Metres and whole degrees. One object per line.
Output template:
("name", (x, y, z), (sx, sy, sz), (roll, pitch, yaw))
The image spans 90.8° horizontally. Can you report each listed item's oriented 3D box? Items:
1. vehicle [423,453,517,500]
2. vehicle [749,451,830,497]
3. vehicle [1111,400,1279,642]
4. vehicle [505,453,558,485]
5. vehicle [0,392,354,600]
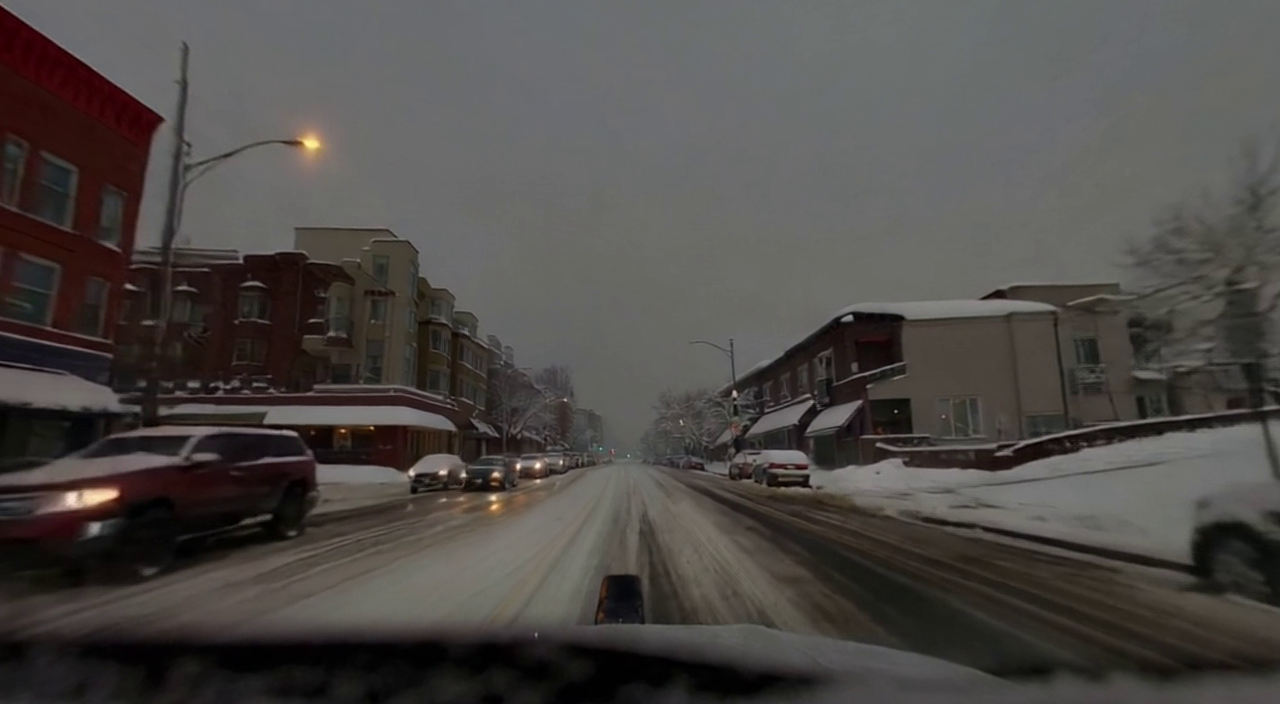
("vehicle", (-5.817, 4.292, 22.201), (2.052, 1.481, 4.248), (0, -9, 1))
("vehicle", (5.583, 4.590, 24.226), (1.957, 1.572, 4.418), (0, -9, -1))
("vehicle", (5.844, 1.124, 3.798), (2.059, 1.804, 5.182), (0, -9, 1))
("vehicle", (-5.571, 6.054, 32.978), (1.949, 1.533, 3.864), (0, -9, 2))
("vehicle", (-5.816, 1.706, 8.326), (1.937, 1.944, 4.640), (0, -9, -1))
